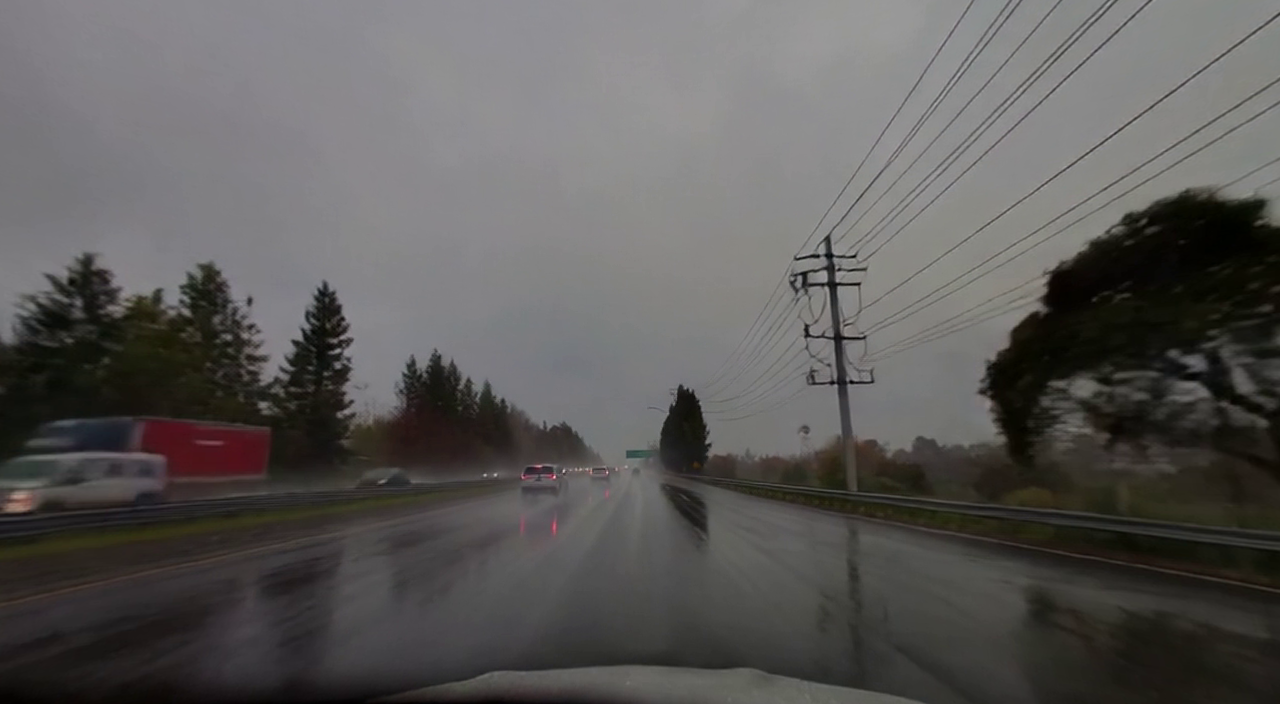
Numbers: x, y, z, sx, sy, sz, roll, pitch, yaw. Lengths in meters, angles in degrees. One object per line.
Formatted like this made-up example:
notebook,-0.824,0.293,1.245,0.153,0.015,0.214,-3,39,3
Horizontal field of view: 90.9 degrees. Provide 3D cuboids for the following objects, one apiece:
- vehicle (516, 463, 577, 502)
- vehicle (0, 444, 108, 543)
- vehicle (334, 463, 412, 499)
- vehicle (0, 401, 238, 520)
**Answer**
vehicle,-3.933,5.591,27.237,1.963,1.501,4.227,1,-11,0
vehicle,-12.717,2.528,11.263,1.995,1.788,4.925,1,-11,0
vehicle,-12.178,5.911,28.971,1.881,1.497,3.811,1,-11,0
vehicle,-17.512,3.664,21.159,2.548,3.168,8.075,1,-11,0
